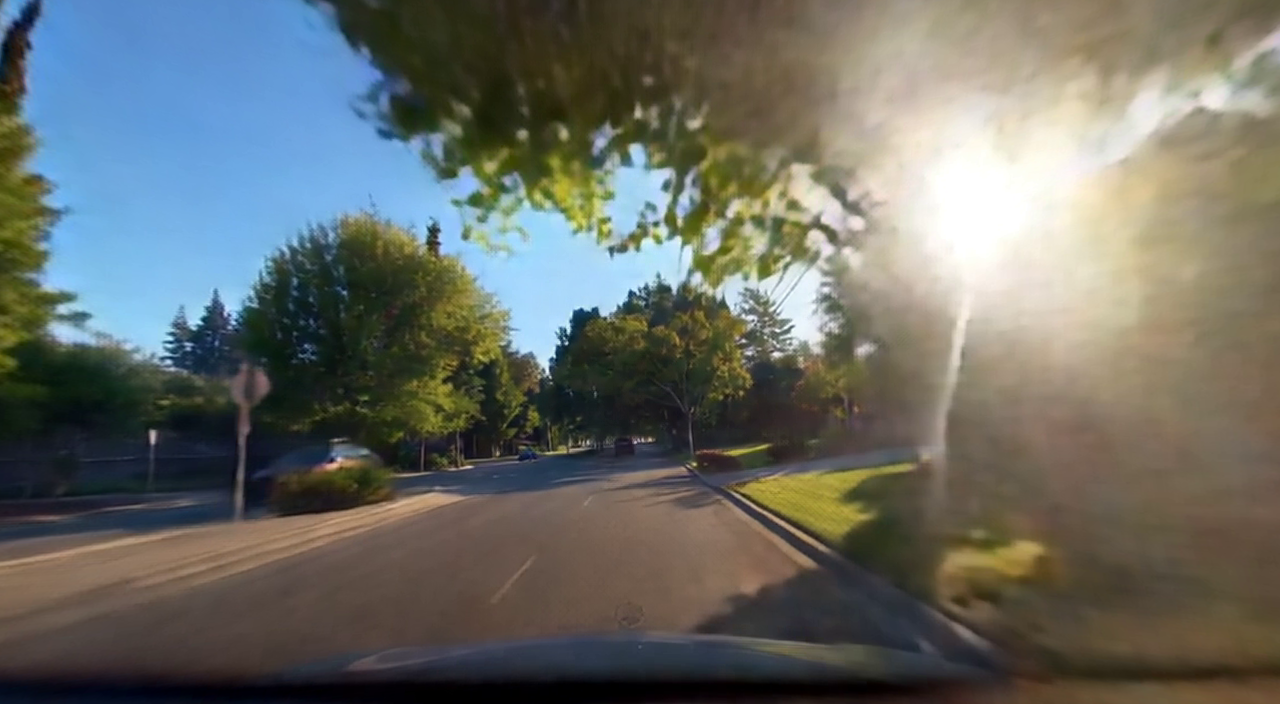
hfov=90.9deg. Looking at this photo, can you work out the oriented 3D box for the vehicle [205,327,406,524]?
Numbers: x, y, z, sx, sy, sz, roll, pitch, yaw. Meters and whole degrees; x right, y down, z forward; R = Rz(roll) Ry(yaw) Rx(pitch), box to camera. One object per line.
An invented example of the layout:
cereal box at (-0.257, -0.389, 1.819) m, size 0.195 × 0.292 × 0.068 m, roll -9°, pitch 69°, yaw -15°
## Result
vehicle at (-6.957, 1.586, 13.659) m, size 2.365 × 3.642 × 3.374 m, roll -3°, pitch -7°, yaw 2°
